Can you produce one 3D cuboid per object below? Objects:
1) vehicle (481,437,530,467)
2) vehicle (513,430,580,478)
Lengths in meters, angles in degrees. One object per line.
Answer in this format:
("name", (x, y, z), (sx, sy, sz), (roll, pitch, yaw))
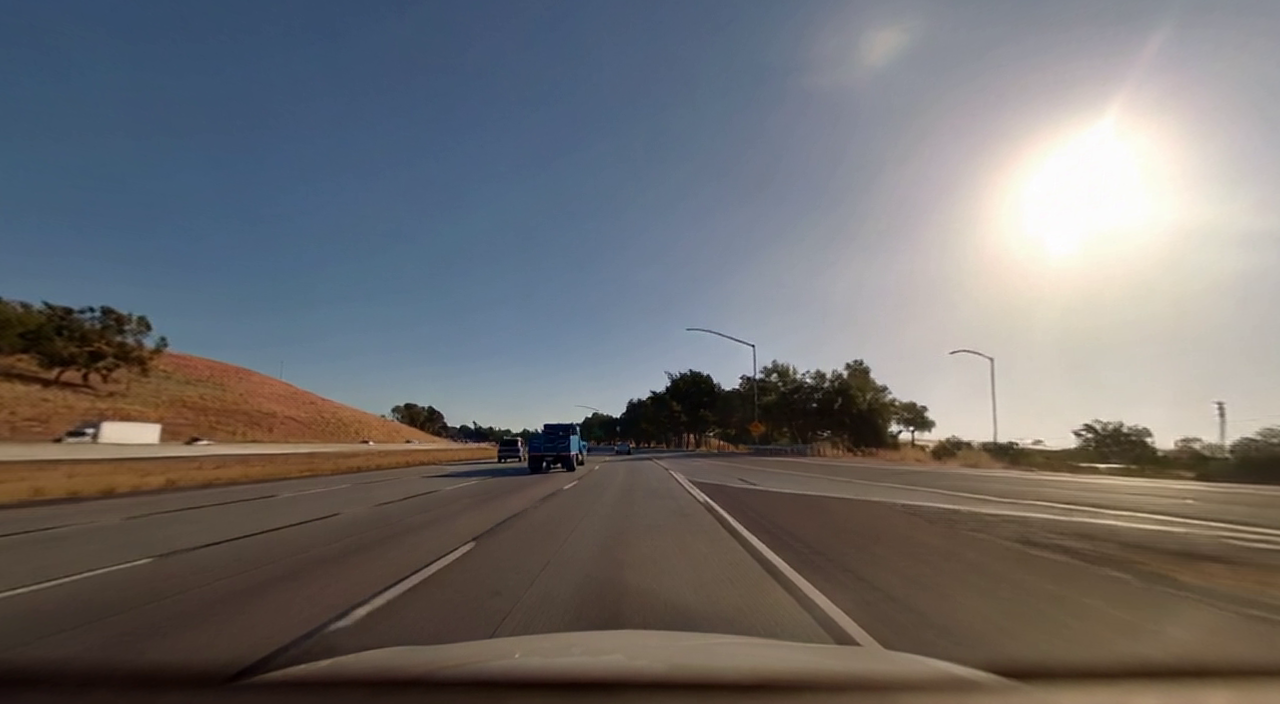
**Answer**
("vehicle", (-8.256, 6.183, 39.085), (2.078, 1.729, 4.722), (0, -9, -1))
("vehicle", (-3.676, 4.092, 25.325), (2.194, 1.766, 3.720), (0, -9, -1))
